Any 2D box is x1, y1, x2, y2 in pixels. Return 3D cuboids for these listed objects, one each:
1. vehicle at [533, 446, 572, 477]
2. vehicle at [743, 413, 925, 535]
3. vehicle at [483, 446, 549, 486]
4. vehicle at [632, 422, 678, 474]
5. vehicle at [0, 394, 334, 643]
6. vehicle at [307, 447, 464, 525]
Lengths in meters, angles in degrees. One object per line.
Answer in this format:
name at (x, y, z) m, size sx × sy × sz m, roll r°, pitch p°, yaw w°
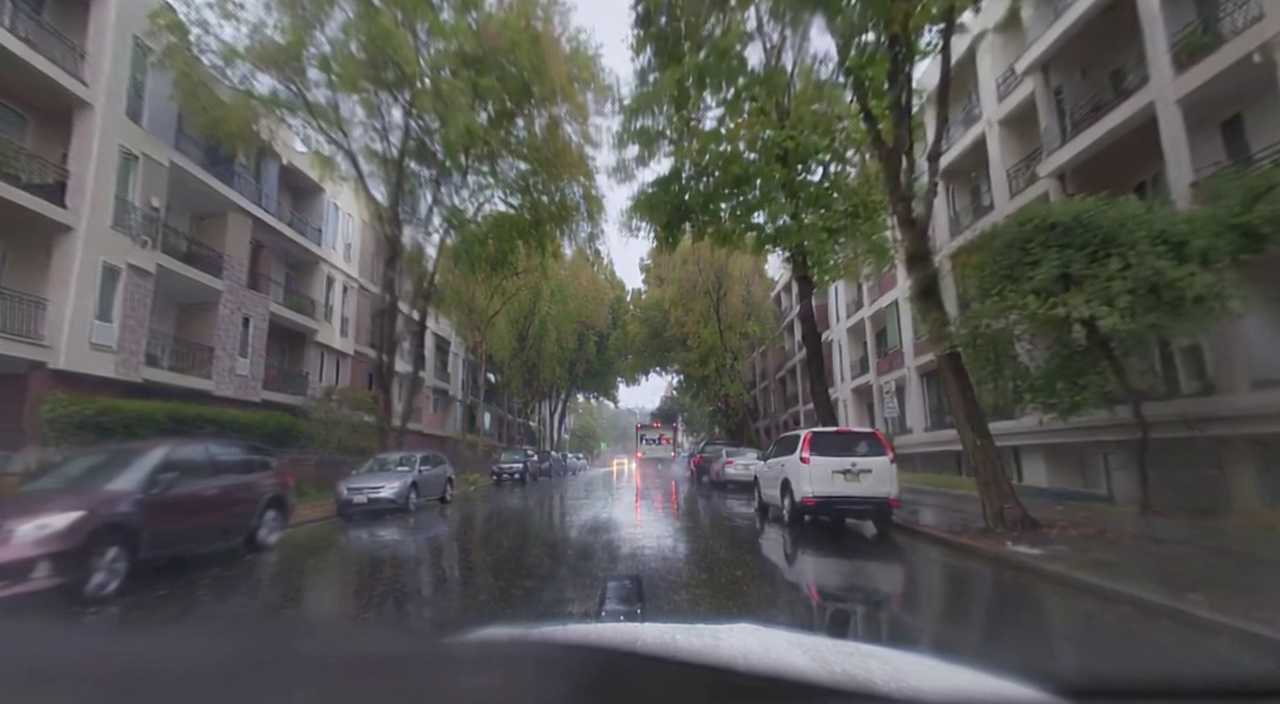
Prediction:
vehicle at (-5.599, 7.062, 40.991) m, size 2.020 × 1.867 × 4.654 m, roll 0°, pitch -9°, yaw -1°
vehicle at (3.597, 2.351, 12.709) m, size 2.099 × 2.018 × 4.087 m, roll 0°, pitch -9°, yaw -4°
vehicle at (-5.737, 5.303, 29.759) m, size 2.089 × 1.757 × 4.256 m, roll 0°, pitch -9°, yaw 2°
vehicle at (0.875, 6.729, 44.504) m, size 2.930 × 3.275 × 8.180 m, roll 0°, pitch -9°, yaw -1°
vehicle at (-5.701, 1.618, 7.212) m, size 2.098 × 1.894 × 4.616 m, roll 0°, pitch -9°, yaw 0°
vehicle at (-5.776, 3.046, 15.020) m, size 1.888 × 1.546 × 4.306 m, roll 0°, pitch -9°, yaw 1°
